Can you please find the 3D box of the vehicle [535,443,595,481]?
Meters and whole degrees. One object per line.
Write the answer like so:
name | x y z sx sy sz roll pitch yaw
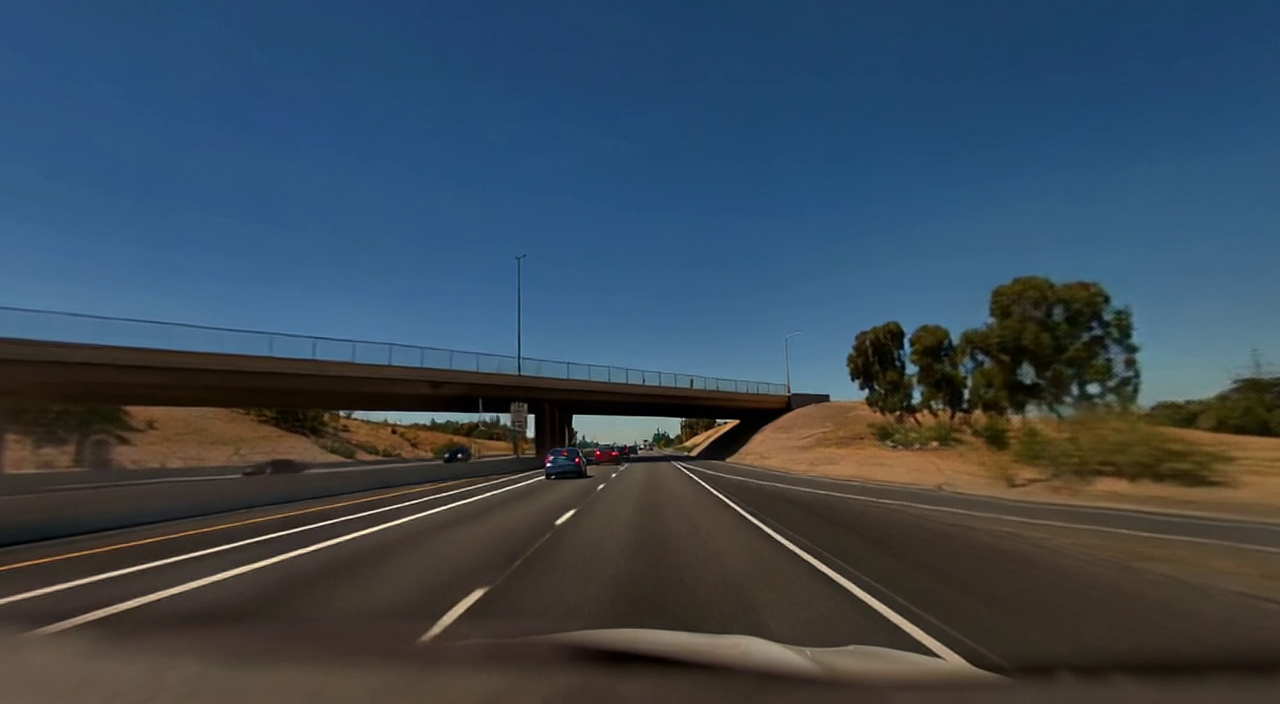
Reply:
vehicle | -3.254 4.884 28.245 2.044 1.527 4.607 0 -9 2
